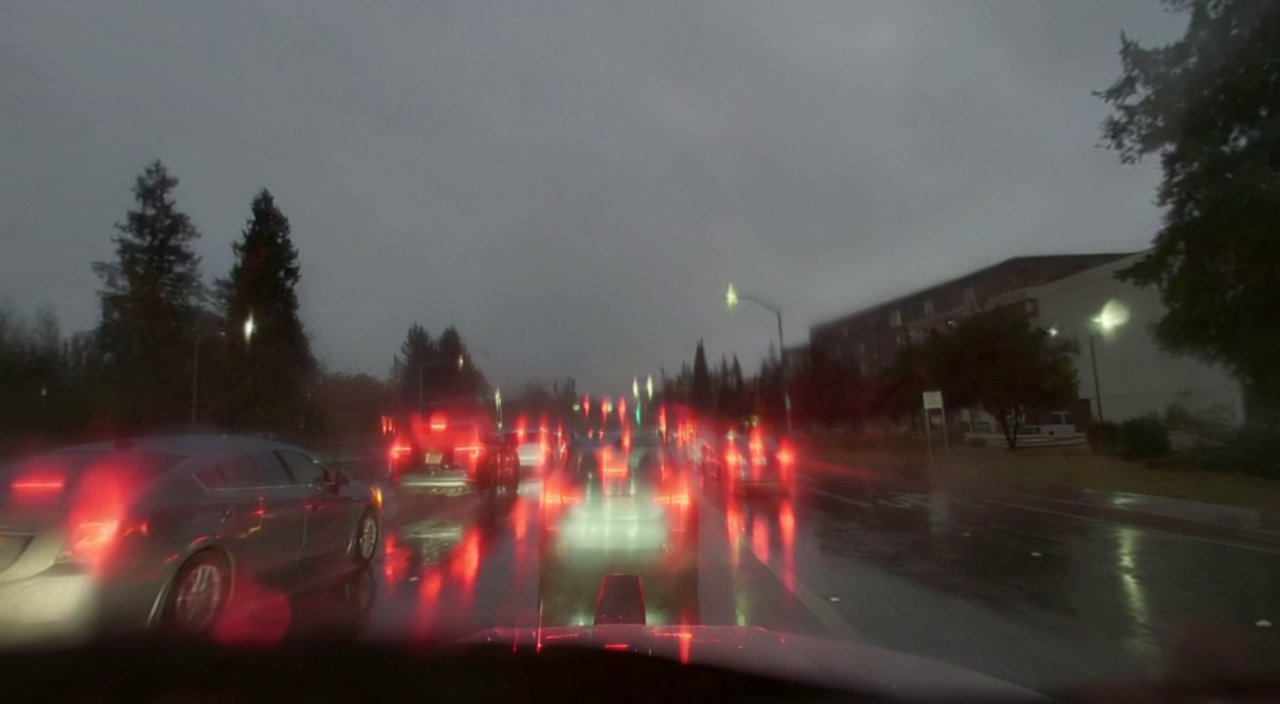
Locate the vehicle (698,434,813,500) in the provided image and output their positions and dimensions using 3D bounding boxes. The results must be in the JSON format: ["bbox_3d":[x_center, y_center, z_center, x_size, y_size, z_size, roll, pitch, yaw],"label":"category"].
[{"bbox_3d":[2.804,2.901,16.420,1.978,1.452,4.381,0,-8,-3],"label":"vehicle"}]

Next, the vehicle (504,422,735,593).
[{"bbox_3d":[-0.234,1.658,7.616,2.007,1.467,4.059,0,-8,-2],"label":"vehicle"}]

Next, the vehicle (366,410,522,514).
[{"bbox_3d":[-4.032,2.348,13.912,2.054,1.881,4.469,0,-8,-1],"label":"vehicle"}]

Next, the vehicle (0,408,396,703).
[{"bbox_3d":[-3.862,1.329,5.263,1.985,1.467,4.224,0,-9,-1],"label":"vehicle"}]
